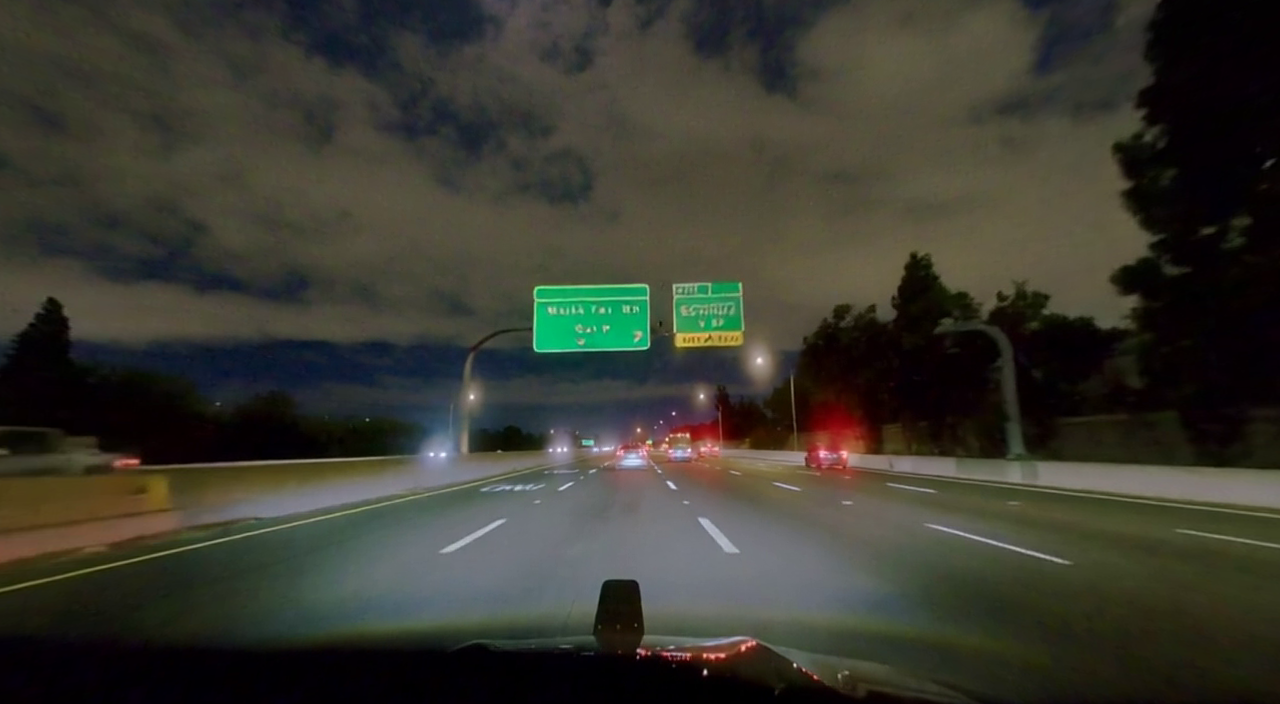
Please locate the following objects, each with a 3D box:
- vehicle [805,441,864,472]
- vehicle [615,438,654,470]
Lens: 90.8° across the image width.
[{"bbox_3d":[11.159,6.035,36.588,1.912,1.673,4.438,0,-9,-1],"label":"vehicle"},{"bbox_3d":[-0.359,5.896,36.609,2.121,1.739,4.087,0,-9,-2],"label":"vehicle"}]
